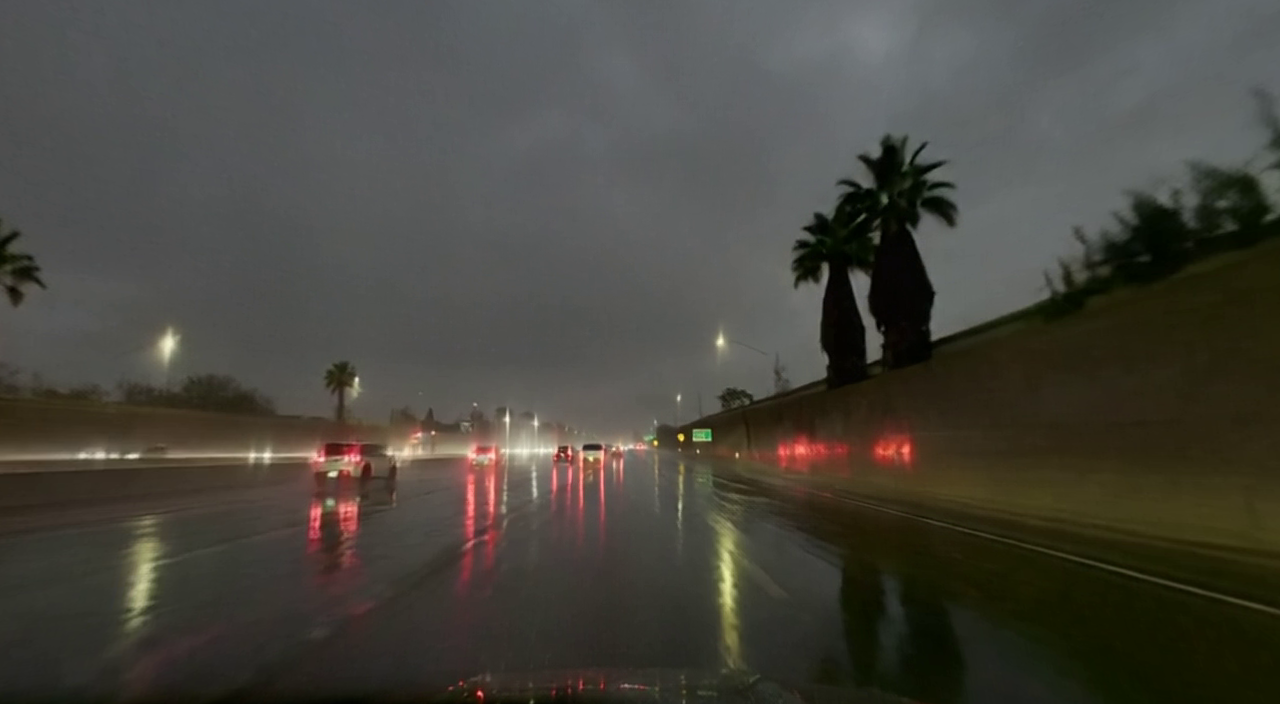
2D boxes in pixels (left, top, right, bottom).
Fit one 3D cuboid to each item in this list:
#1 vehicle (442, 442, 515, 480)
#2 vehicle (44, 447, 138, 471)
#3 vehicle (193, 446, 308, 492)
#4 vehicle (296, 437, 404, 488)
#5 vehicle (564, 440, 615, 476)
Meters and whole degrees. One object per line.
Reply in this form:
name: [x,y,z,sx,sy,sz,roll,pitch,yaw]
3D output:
vehicle: [-7.608,5.183,30.273,2.204,1.677,4.438,0,-9,1]
vehicle: [-35.749,6.948,41.297,1.797,1.458,4.635,-1,-9,4]
vehicle: [-15.654,4.687,25.723,1.836,1.662,4.317,0,-9,1]
vehicle: [-11.664,4.457,25.881,1.986,1.875,4.902,0,-9,1]
vehicle: [-2.471,5.338,31.962,2.201,1.672,4.128,0,-9,0]
